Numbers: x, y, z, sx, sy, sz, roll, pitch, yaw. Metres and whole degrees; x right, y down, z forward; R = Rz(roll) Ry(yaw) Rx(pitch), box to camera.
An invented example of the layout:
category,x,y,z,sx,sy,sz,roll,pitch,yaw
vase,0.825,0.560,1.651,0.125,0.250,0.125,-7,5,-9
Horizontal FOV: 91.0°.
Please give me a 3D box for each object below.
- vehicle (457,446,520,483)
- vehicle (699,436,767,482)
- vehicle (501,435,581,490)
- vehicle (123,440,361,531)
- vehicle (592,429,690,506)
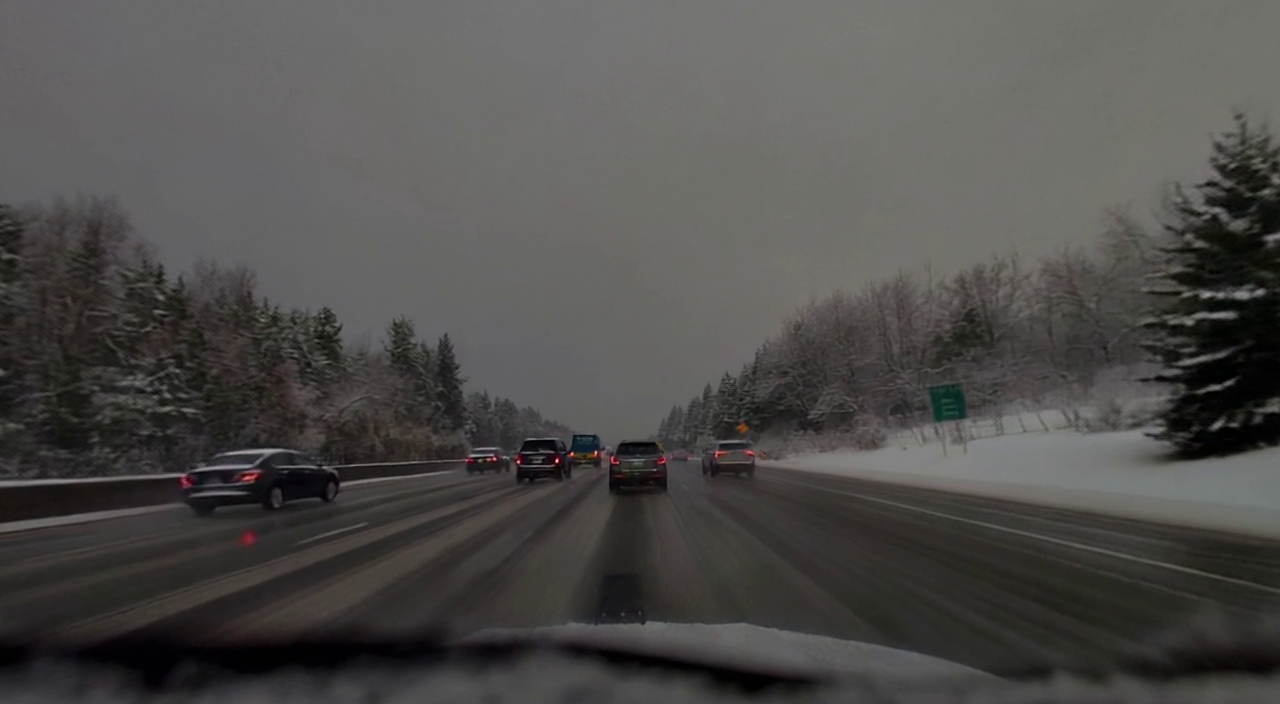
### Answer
category,x,y,z,sx,sy,sz,roll,pitch,yaw
vehicle,-7.112,5.278,29.982,1.931,1.617,4.060,0,-9,0
vehicle,4.013,4.722,28.139,2.175,1.830,5.173,0,-9,-1
vehicle,-3.476,3.964,22.952,2.142,1.808,4.266,0,-9,1
vehicle,-7.743,2.594,12.936,1.927,1.514,4.474,0,-9,0
vehicle,0.050,2.949,16.492,2.223,1.722,4.177,0,-9,1
